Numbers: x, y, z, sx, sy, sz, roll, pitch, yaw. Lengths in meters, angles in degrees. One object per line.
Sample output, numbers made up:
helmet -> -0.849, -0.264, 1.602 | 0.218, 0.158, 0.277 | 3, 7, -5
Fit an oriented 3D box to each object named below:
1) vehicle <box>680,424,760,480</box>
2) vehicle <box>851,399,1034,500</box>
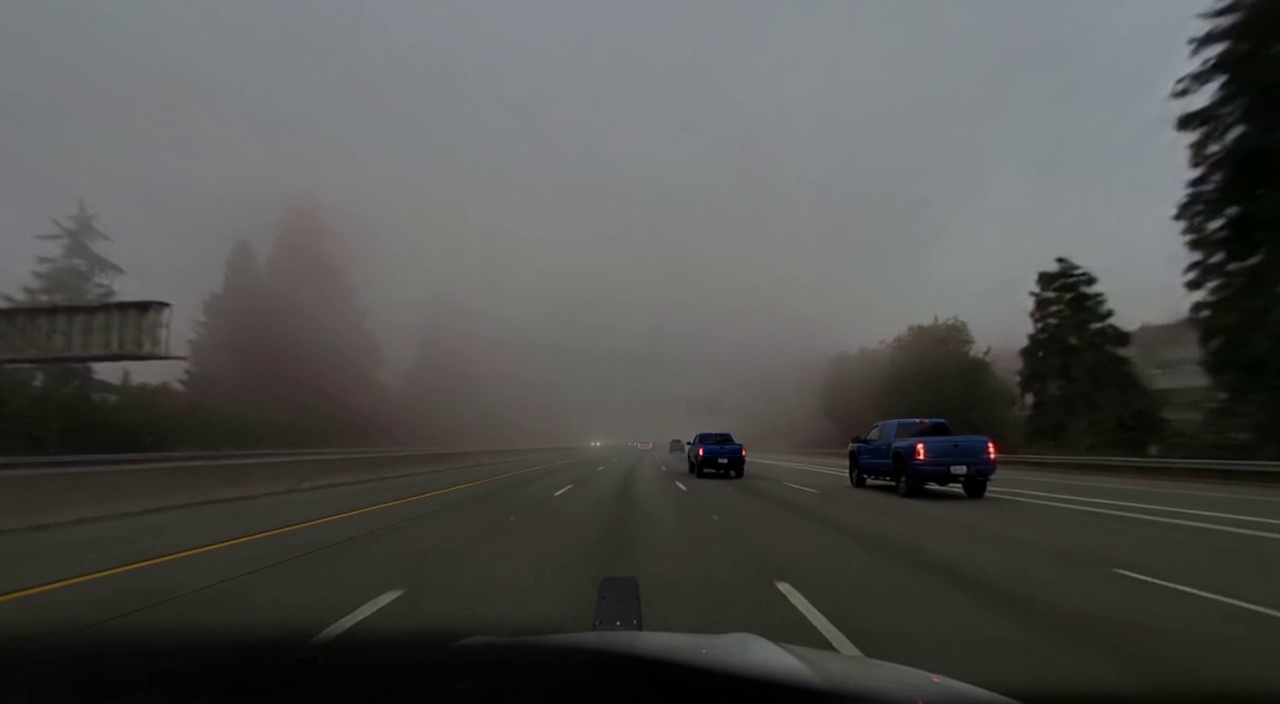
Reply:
vehicle -> 3.070, 4.011, 25.480 | 2.462, 1.984, 4.718 | 0, -9, -2
vehicle -> 7.766, 2.606, 17.071 | 2.158, 2.268, 5.396 | 0, -9, -1
